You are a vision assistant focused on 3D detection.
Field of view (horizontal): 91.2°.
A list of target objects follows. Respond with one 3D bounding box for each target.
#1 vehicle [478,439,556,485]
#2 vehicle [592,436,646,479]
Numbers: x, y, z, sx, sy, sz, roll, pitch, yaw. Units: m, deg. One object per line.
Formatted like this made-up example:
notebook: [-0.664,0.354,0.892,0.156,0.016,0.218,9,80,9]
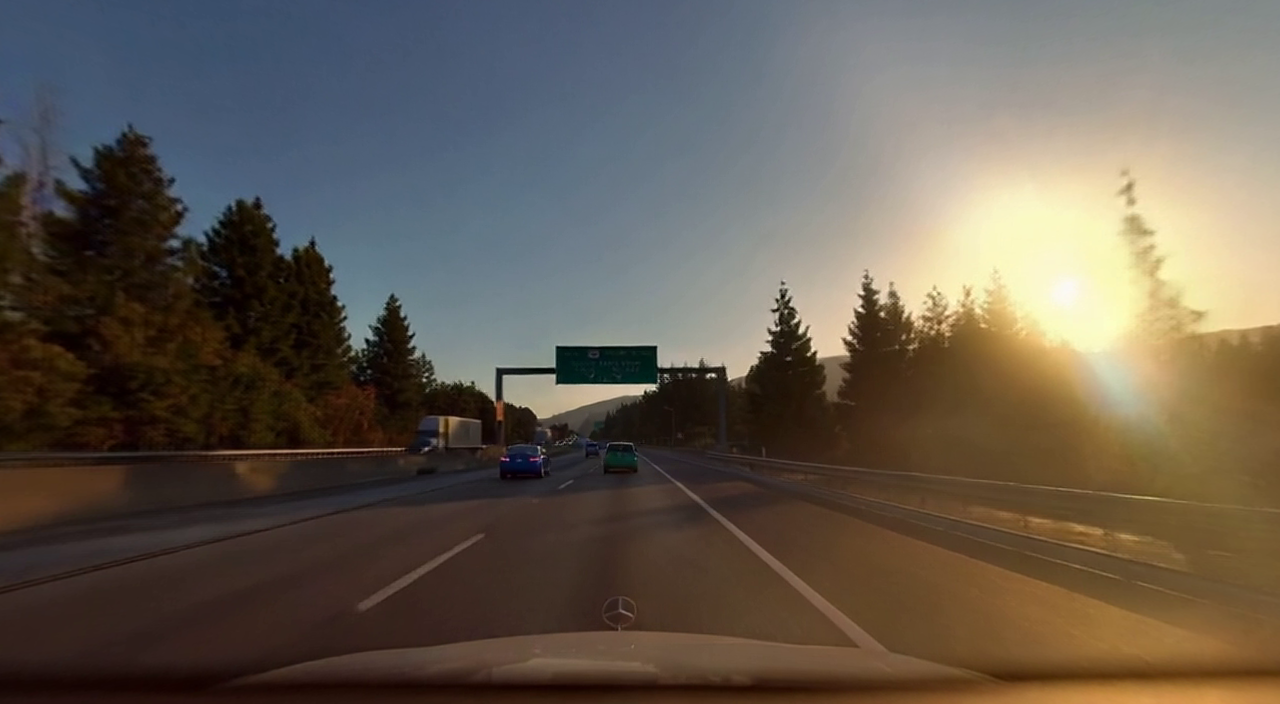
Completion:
vehicle: [-4.718,4.301,24.811,2.103,1.588,4.709,-1,-9,0]
vehicle: [-0.915,4.666,27.939,2.220,1.711,4.056,0,-9,-1]
